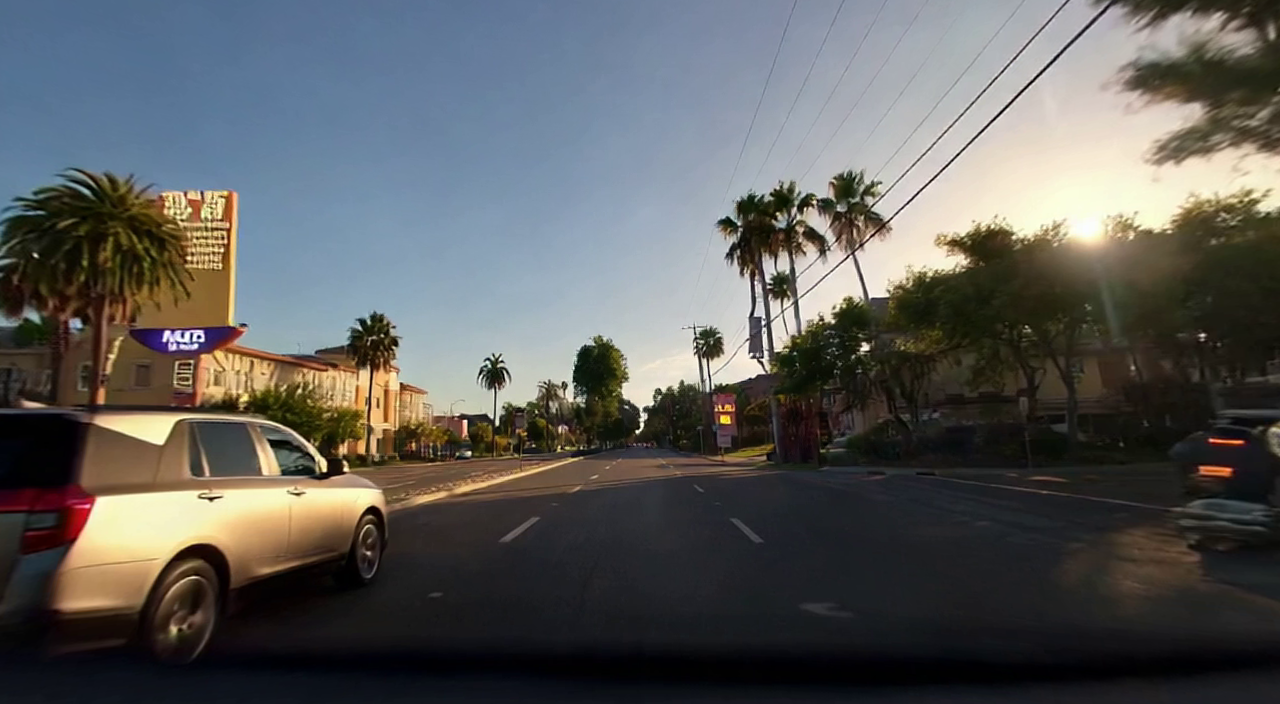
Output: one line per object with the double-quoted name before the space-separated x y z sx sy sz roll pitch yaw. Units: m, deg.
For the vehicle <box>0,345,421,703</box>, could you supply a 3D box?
"vehicle" -3.517 1.154 4.701 2.062 1.693 4.669 0 -8 0
